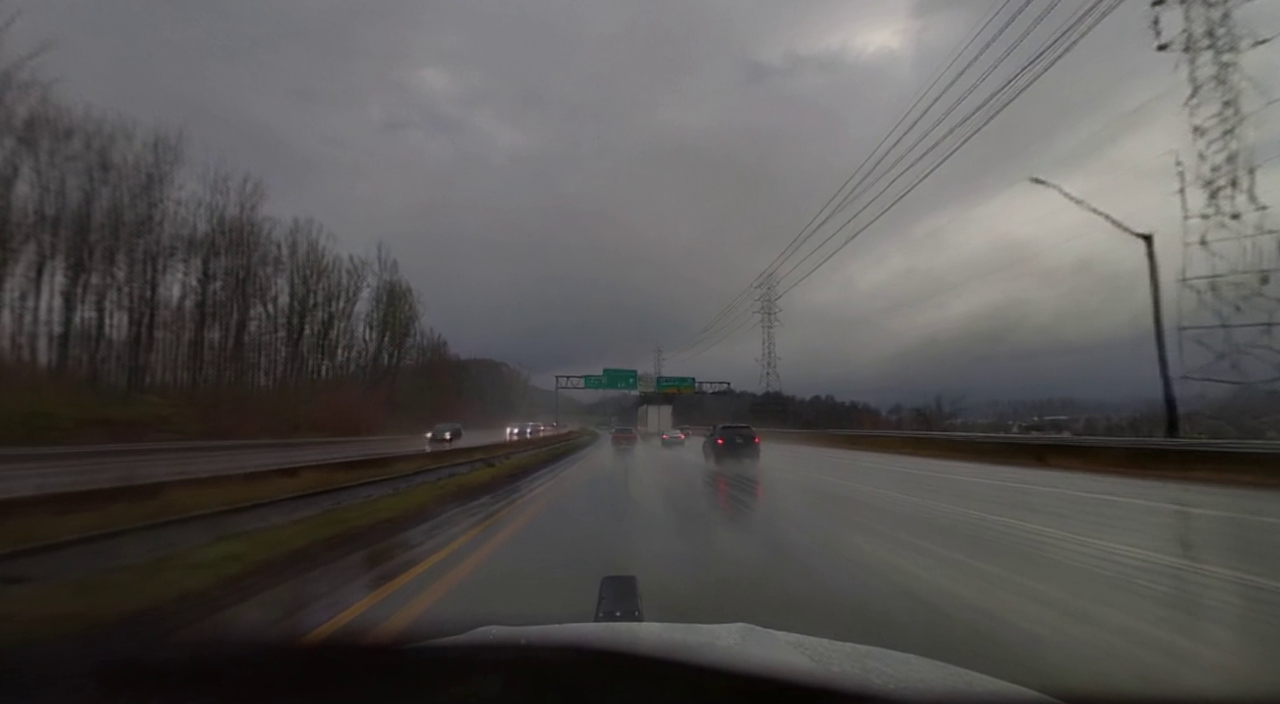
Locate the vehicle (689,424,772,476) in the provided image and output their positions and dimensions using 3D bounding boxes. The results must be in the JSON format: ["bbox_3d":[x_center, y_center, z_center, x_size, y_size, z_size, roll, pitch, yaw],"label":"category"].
[{"bbox_3d":[2.956,3.293,21.391,2.062,1.581,3.914,0,-8,-3],"label":"vehicle"}]

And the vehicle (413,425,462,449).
[{"bbox_3d":[-13.098,5.561,40.950,1.815,1.475,4.344,0,-8,-2],"label":"vehicle"}]

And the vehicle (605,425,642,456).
[{"bbox_3d":[-0.930,5.059,36.039,2.019,1.642,3.790,0,-8,-1],"label":"vehicle"}]
